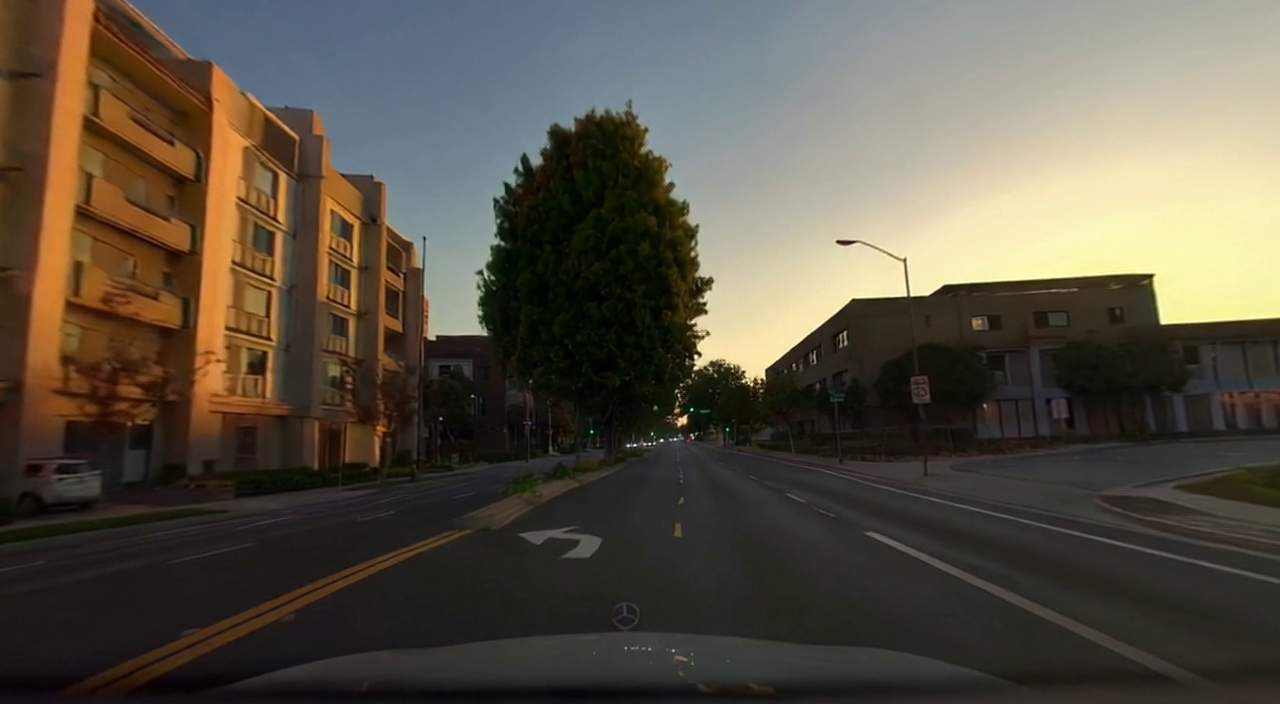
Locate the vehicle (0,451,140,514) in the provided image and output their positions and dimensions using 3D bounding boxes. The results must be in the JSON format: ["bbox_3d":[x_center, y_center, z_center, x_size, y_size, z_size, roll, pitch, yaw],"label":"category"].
[{"bbox_3d":[-19.143,4.059,20.144,2.030,1.759,4.949,-1,-8,5],"label":"vehicle"}]
